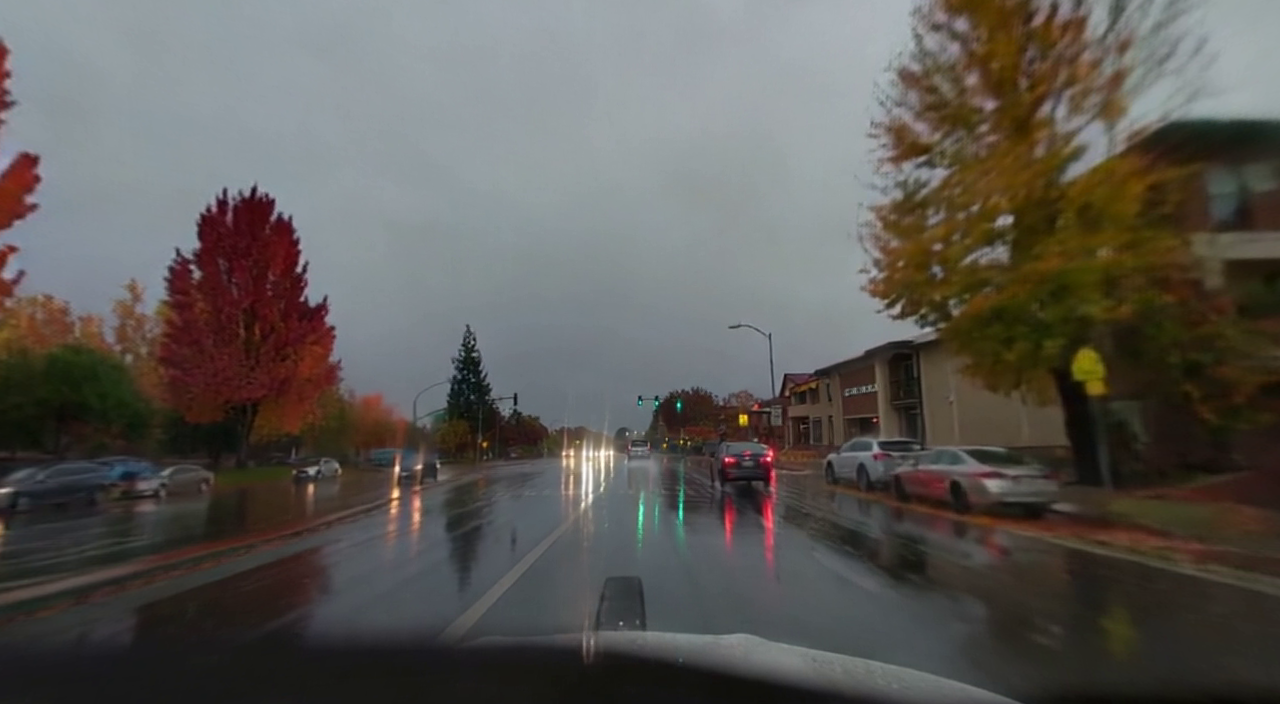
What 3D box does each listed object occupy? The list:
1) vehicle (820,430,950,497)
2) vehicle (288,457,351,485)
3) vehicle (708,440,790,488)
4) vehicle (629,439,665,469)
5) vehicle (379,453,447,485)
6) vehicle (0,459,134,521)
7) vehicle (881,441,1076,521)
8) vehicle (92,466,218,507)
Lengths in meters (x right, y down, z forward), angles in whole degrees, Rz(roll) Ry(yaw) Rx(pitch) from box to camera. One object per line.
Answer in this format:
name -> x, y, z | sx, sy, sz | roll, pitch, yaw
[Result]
vehicle -> 7.449, 3.439, 19.839 | 2.128, 1.804, 4.825 | 0, -9, 0
vehicle -> -22.038, 8.191, 43.522 | 1.915, 1.686, 4.422 | -1, -9, 2
vehicle -> 3.854, 4.034, 23.007 | 2.178, 1.546, 4.311 | 0, -9, 0
vehicle -> 0.413, 6.788, 42.045 | 2.239, 1.856, 4.815 | -1, -9, 0
vehicle -> -12.047, 6.228, 33.721 | 1.988, 1.508, 4.650 | 0, -9, -1
vehicle -> -21.988, 4.981, 23.218 | 2.142, 1.900, 5.489 | 0, -9, -1
vehicle -> 7.256, 2.777, 14.157 | 1.928, 1.480, 4.464 | -1, -9, 1
vehicle -> -22.038, 6.115, 28.924 | 1.930, 1.542, 4.817 | -1, -9, 0
